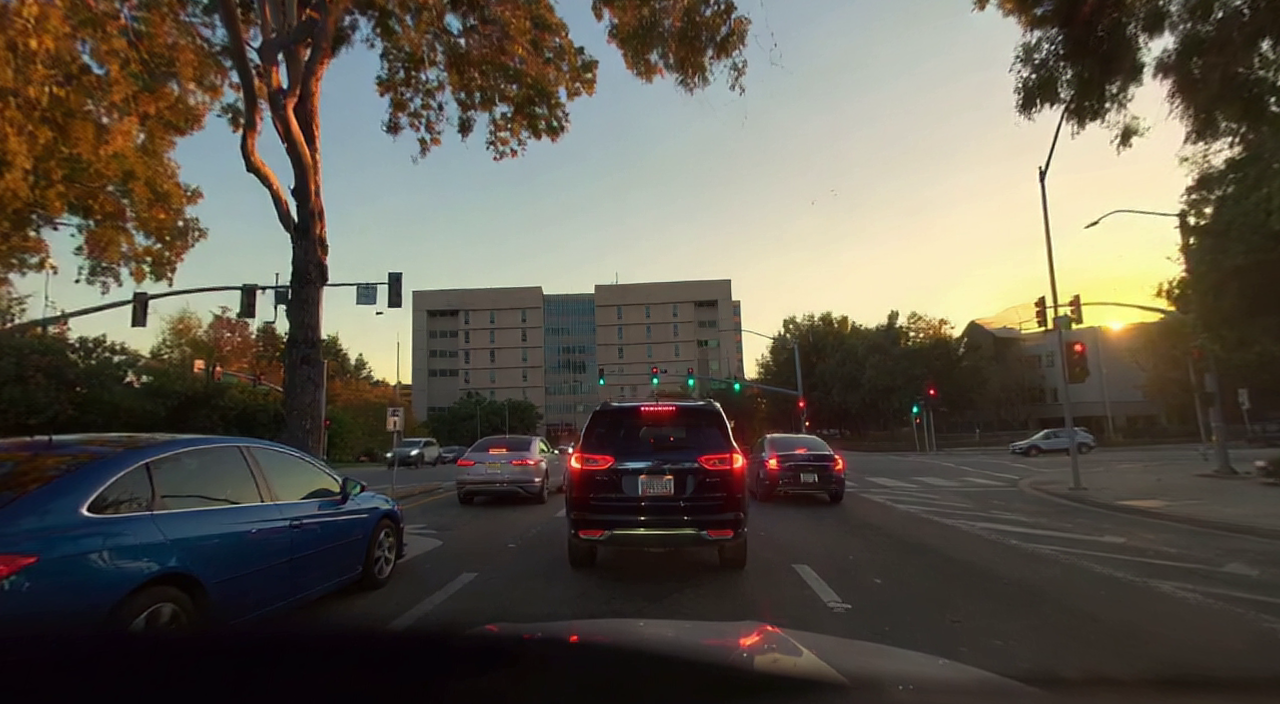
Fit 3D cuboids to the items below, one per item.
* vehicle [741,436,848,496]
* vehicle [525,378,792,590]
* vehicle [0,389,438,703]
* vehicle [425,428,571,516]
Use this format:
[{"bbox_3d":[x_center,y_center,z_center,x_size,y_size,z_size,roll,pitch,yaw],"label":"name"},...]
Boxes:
[{"bbox_3d":[4.080,3.062,17.352,1.979,1.453,4.011,0,-8,1],"label":"vehicle"},{"bbox_3d":[0.206,1.451,7.700,2.300,1.832,4.331,0,-8,1],"label":"vehicle"},{"bbox_3d":[-3.224,1.201,4.425,1.958,1.494,4.624,0,-8,2],"label":"vehicle"},{"bbox_3d":[-2.700,2.385,13.055,1.851,1.502,4.042,0,-8,4],"label":"vehicle"}]
